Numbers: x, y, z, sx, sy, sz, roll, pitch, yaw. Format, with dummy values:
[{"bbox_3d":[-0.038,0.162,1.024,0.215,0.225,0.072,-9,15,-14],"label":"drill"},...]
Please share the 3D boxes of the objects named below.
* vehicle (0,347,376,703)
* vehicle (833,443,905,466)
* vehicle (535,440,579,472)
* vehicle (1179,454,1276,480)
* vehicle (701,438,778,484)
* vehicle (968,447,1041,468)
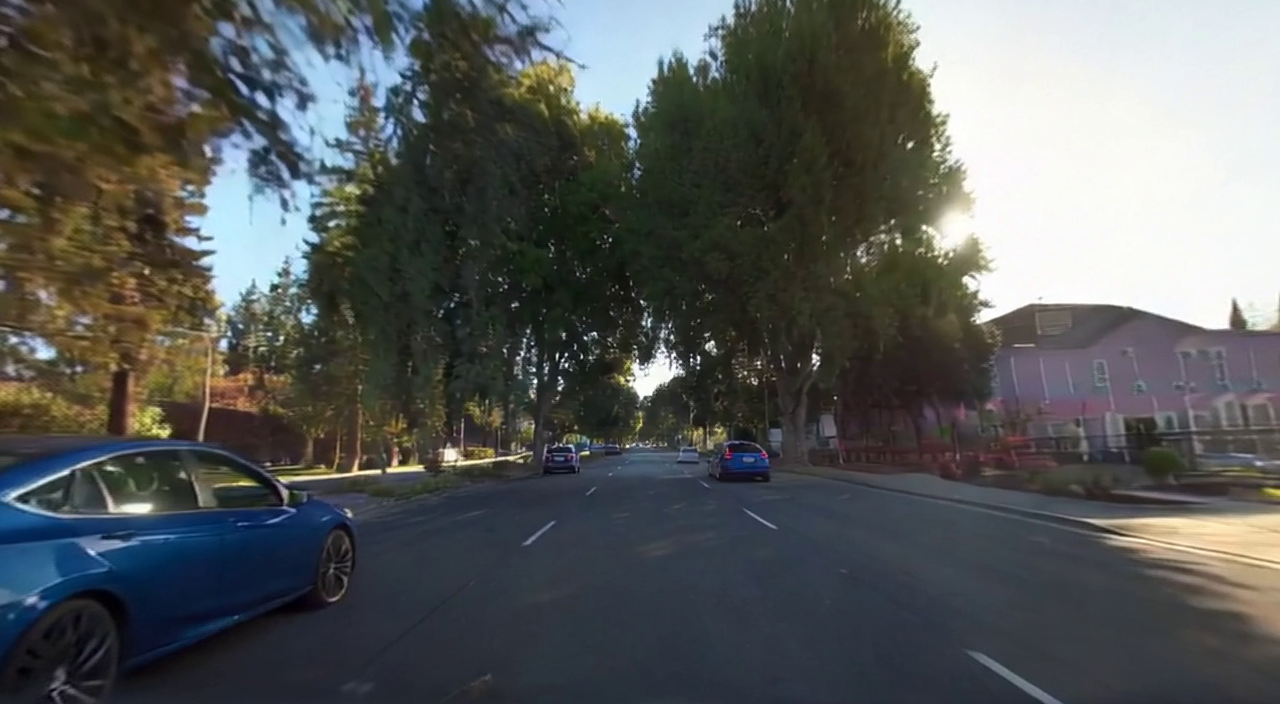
[{"bbox_3d":[-3.560,1.015,3.605,2.023,1.720,4.741,0,-8,0],"label":"vehicle"},{"bbox_3d":[16.692,7.498,46.104,4.458,1.560,2.045,0,-8,-1],"label":"vehicle"},{"bbox_3d":[-4.437,5.619,34.279,2.113,1.626,4.129,0,-8,-4],"label":"vehicle"},{"bbox_3d":[34.679,6.778,37.240,3.954,1.401,1.980,1,-8,-6],"label":"vehicle"},{"bbox_3d":[3.488,3.926,22.989,2.083,1.474,4.360,0,-8,0],"label":"vehicle"},{"bbox_3d":[28.809,8.317,49.869,4.587,1.518,1.843,0,-7,1],"label":"vehicle"}]
